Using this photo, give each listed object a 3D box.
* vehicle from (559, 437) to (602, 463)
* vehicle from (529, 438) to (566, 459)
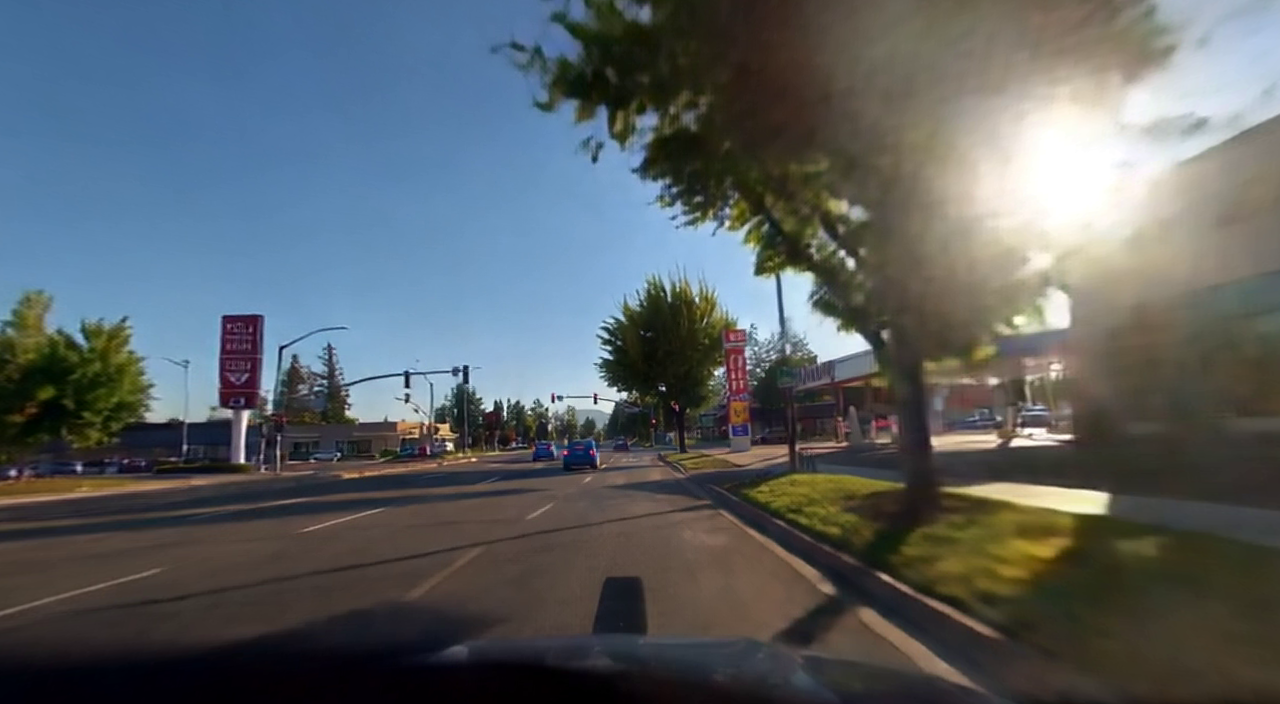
[{"bbox_3d":[-3.501,5.877,38.100,2.054,1.449,4.772,0,-8,0],"label":"vehicle"},{"bbox_3d":[-6.737,7.074,46.429,1.966,1.439,4.161,0,-8,2],"label":"vehicle"}]
